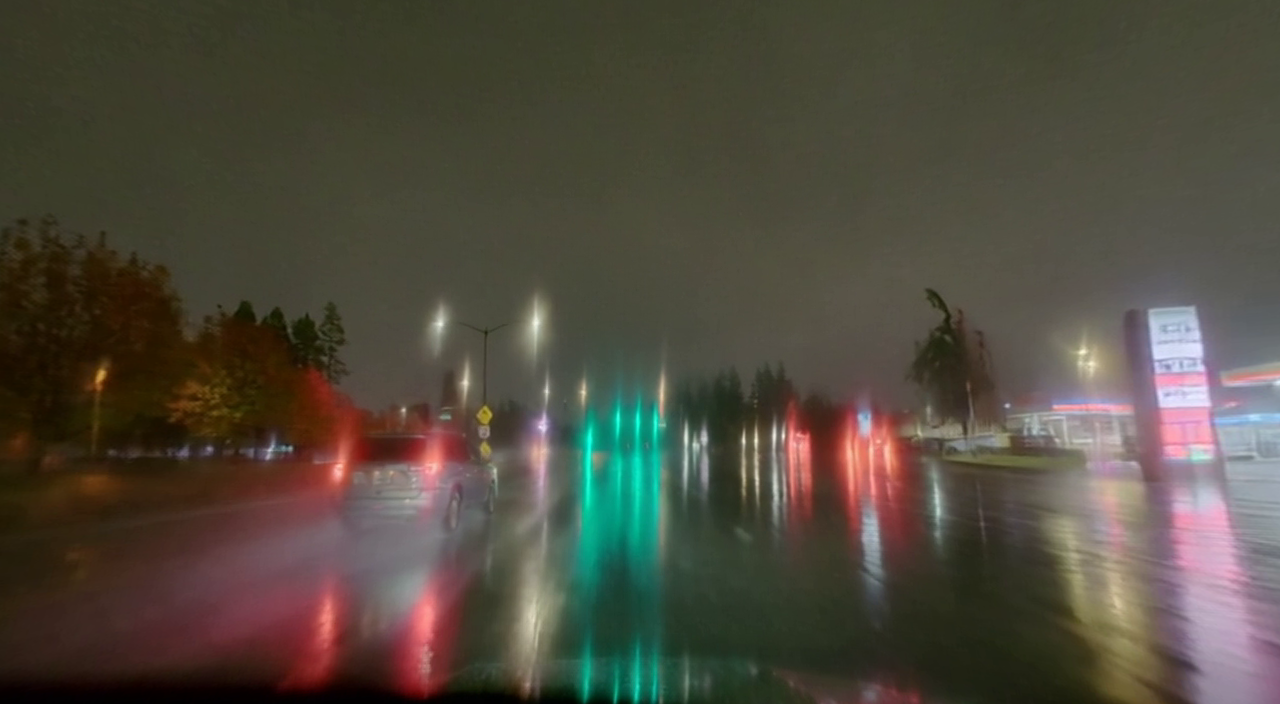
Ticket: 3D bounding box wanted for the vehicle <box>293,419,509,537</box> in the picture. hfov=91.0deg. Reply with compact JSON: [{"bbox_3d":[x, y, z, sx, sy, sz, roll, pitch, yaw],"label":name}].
[{"bbox_3d":[-3.890,2.139,11.342,2.039,1.656,4.710,0,-8,0],"label":"vehicle"}]
